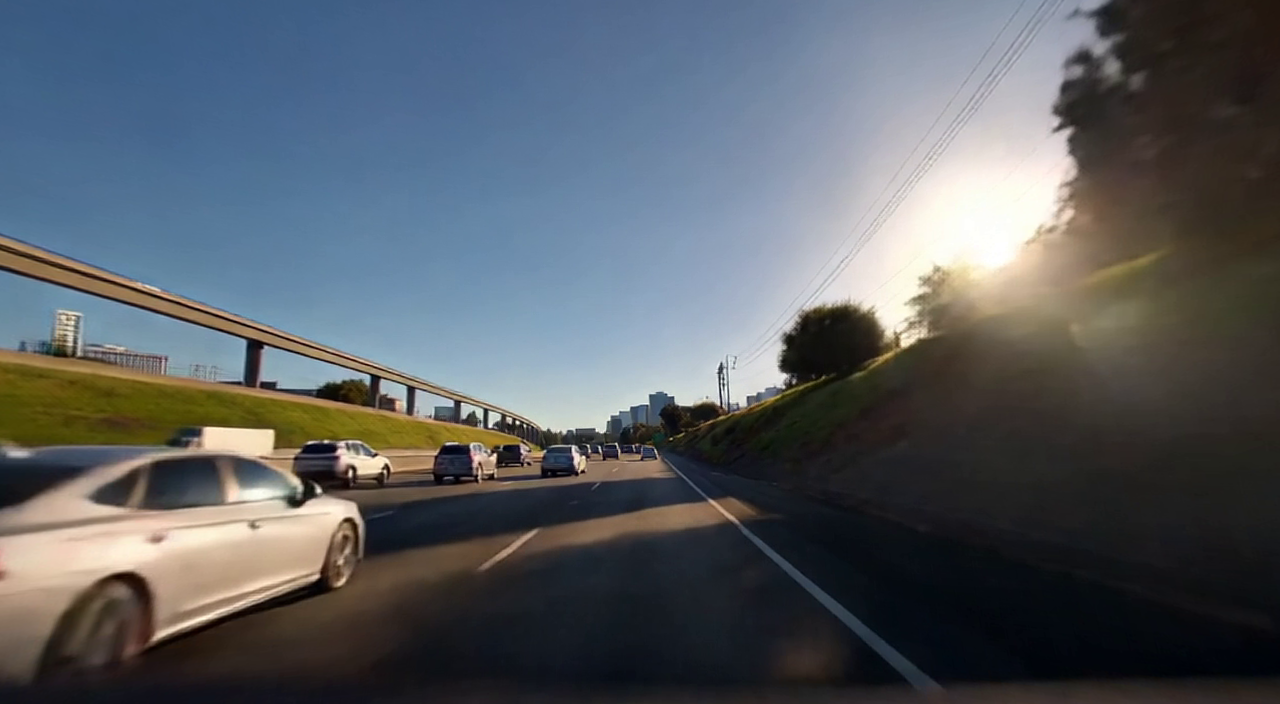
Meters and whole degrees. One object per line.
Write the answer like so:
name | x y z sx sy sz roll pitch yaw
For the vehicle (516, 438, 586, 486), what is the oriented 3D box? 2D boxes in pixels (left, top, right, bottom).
vehicle | -3.460 4.364 25.399 2.052 1.731 4.372 0 -8 2

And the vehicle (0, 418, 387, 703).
vehicle | -3.502 1.191 3.839 2.056 1.449 4.330 0 -8 1

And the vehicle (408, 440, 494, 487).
vehicle | -7.251 4.301 24.683 1.959 1.652 4.170 0 -8 2
